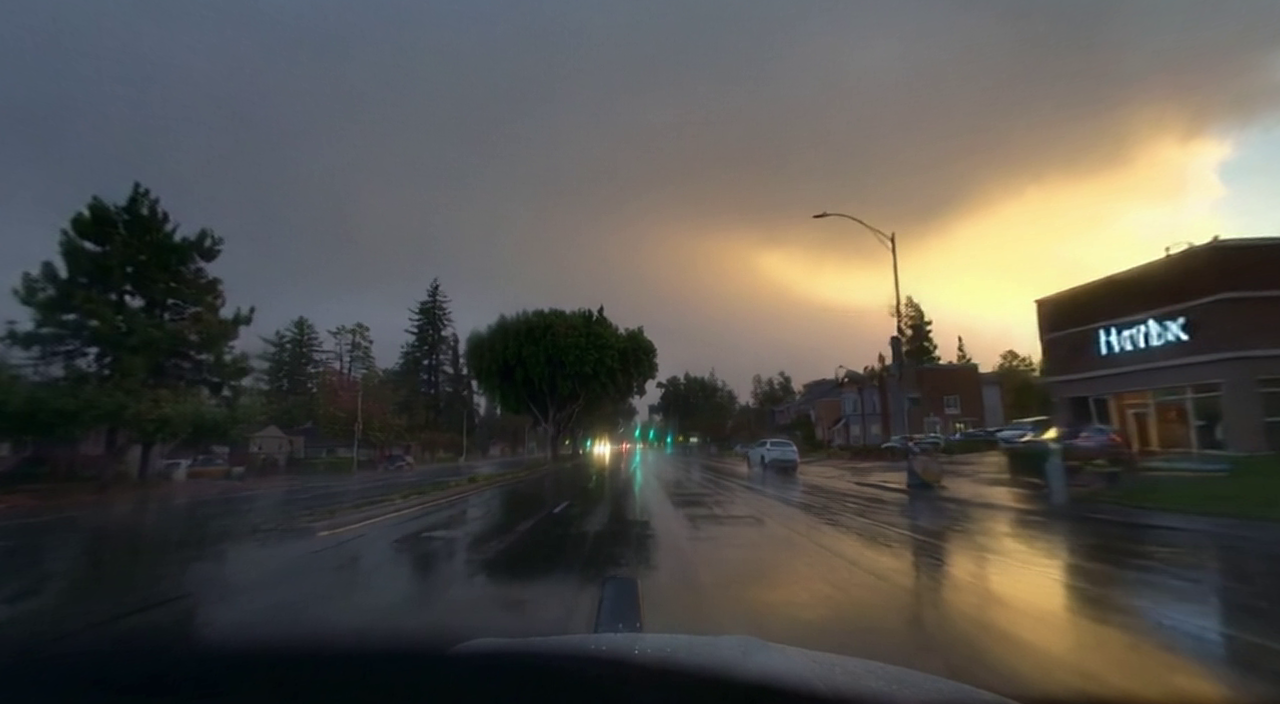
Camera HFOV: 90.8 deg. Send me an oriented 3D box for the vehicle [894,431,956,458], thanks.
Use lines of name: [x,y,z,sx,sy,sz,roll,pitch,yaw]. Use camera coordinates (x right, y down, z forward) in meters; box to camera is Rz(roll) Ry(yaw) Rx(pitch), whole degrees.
vehicle: [14.451,4.677,31.963,3.386,1.301,0.852,4,-10,-27]

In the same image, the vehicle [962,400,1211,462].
vehicle: [14.428,2.648,20.481,6.592,1.676,4.007,5,-10,-29]

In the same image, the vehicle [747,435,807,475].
vehicle: [7.009,5.313,32.816,1.954,1.907,4.736,0,-9,-1]

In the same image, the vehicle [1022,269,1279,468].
vehicle: [22.901,0.470,21.366,16.415,6.611,1.394,-5,-10,25]
